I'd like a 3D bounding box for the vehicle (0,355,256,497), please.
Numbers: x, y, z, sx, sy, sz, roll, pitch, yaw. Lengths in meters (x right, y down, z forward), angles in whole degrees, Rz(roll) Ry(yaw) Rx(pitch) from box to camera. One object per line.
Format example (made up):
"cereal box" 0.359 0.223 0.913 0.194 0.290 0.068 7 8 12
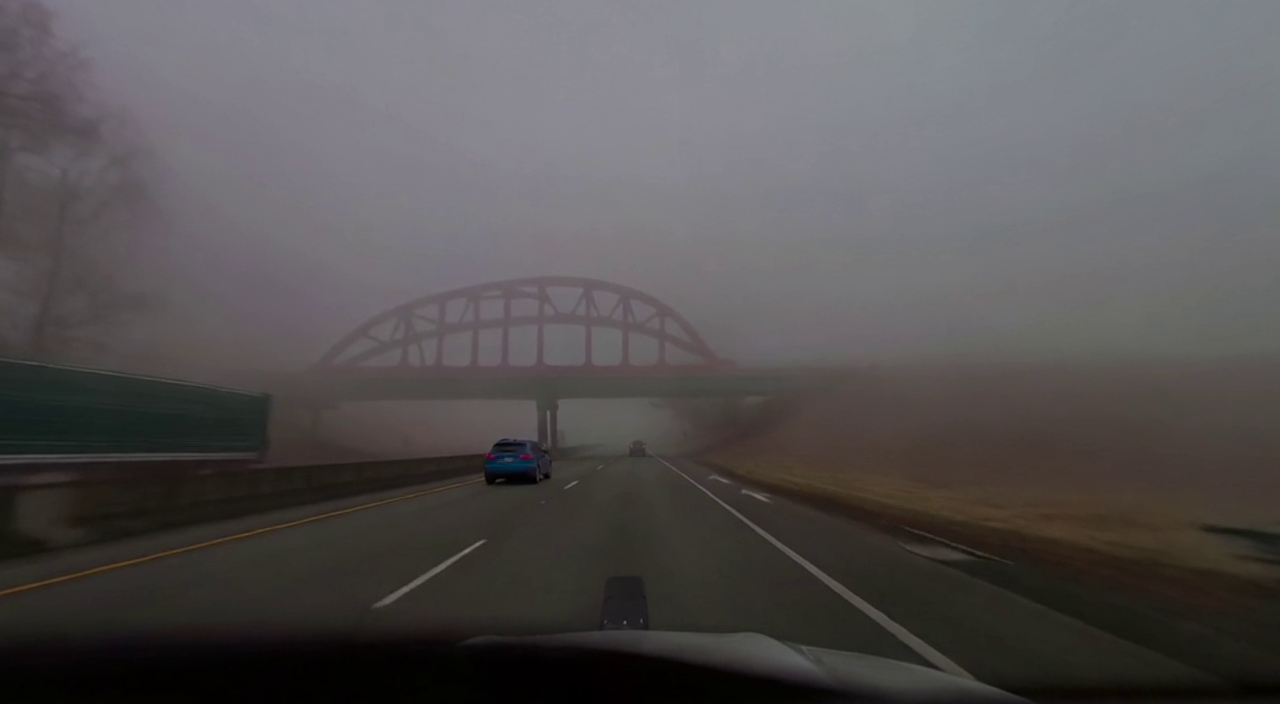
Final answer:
"vehicle" -18.667 2.677 21.449 2.891 3.794 13.043 0 -8 0

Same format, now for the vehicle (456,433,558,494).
"vehicle" -3.740 3.224 18.529 2.052 1.556 4.405 0 -8 0
